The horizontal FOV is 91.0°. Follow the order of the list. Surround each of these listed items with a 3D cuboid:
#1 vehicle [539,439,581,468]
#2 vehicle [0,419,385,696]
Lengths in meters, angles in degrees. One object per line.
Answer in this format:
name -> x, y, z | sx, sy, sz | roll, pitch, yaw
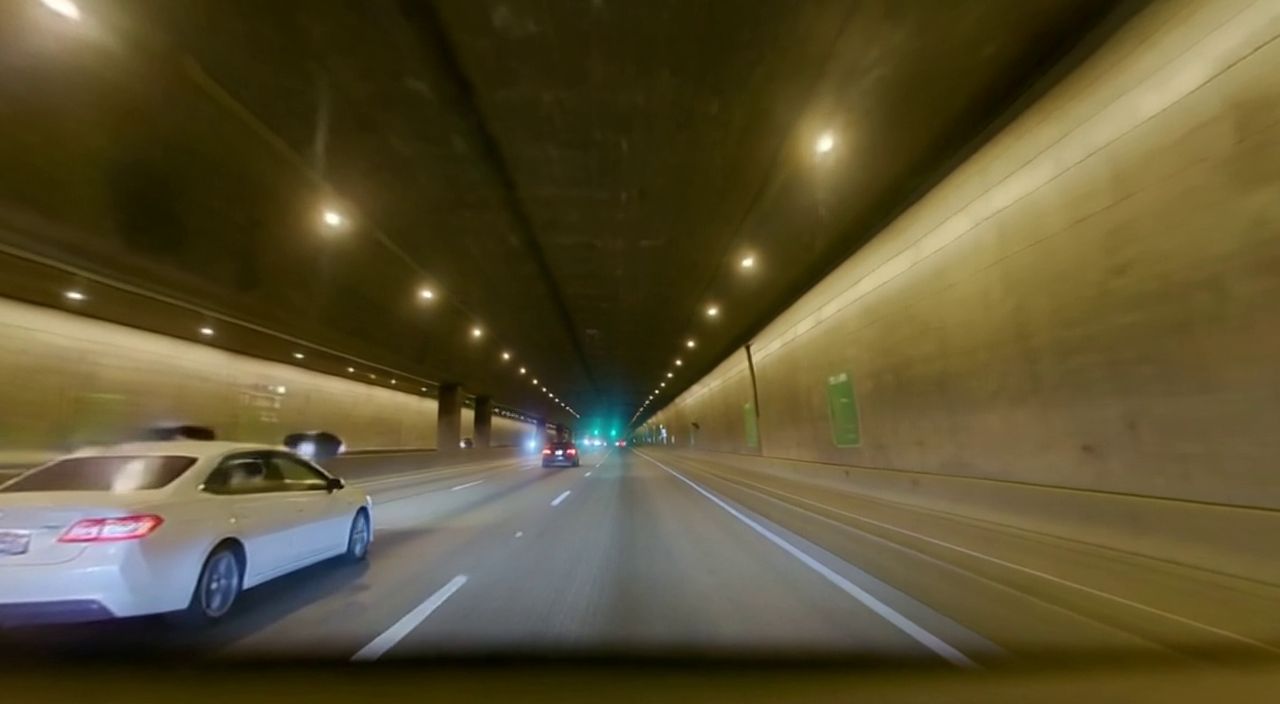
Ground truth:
vehicle -> -4.503, 5.750, 35.900 | 1.973, 1.474, 4.199 | 0, -8, -1
vehicle -> -4.046, 1.379, 5.449 | 1.885, 1.424, 4.230 | -1, -8, 0
